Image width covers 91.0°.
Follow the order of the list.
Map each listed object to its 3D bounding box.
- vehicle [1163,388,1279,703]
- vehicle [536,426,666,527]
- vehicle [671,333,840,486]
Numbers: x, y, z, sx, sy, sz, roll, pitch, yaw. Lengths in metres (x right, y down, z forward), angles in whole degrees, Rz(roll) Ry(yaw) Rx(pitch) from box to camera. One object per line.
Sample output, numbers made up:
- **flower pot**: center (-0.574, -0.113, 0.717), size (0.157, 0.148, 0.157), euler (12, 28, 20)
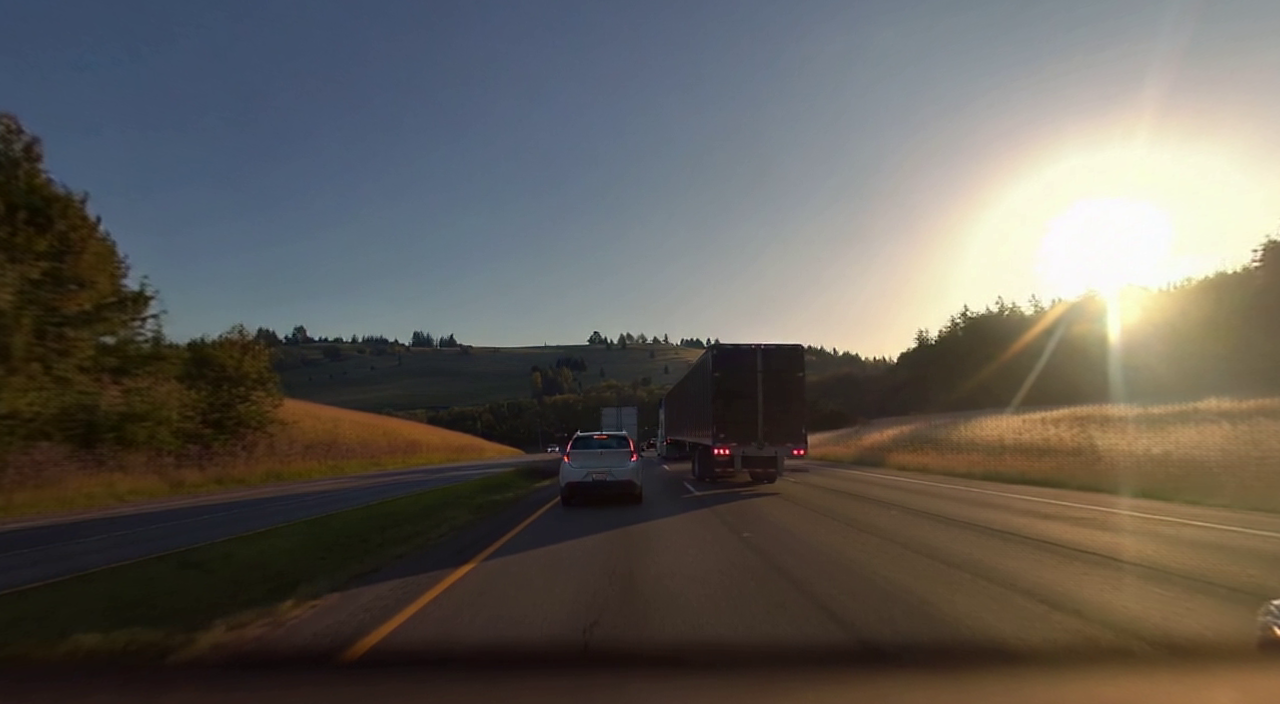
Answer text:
- **vehicle**: center (3.565, 0.635, 0.682), size (1.960, 1.515, 4.713), euler (0, -8, 1)
- **vehicle**: center (-0.636, 2.233, 11.839), size (2.009, 1.554, 4.013), euler (0, -8, -1)
- **vehicle**: center (3.613, 2.765, 25.966), size (3.591, 4.290, 16.696), euler (0, -8, -1)
